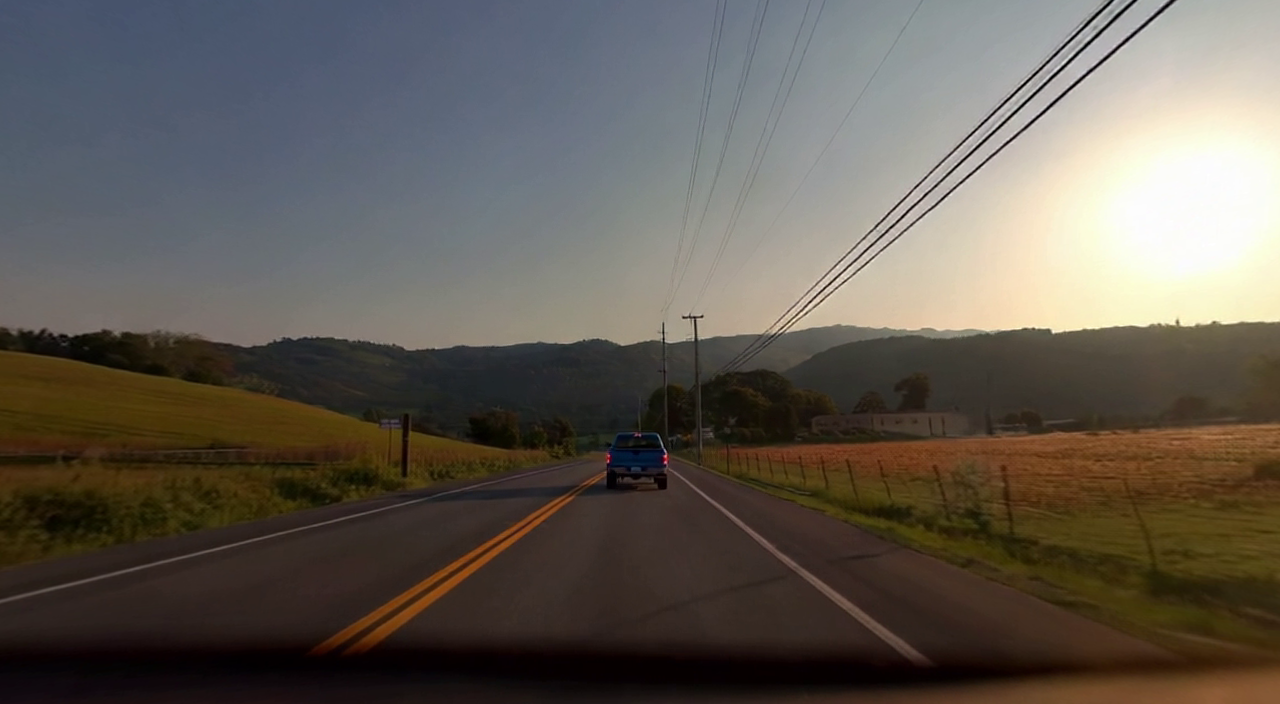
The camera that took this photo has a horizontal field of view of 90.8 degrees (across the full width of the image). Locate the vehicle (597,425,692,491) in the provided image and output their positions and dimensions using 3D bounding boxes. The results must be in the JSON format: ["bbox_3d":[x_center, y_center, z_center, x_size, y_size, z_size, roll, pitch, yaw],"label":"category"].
[{"bbox_3d":[0.098,3.837,23.246,2.921,2.031,7.416,0,-9,-1],"label":"vehicle"}]
